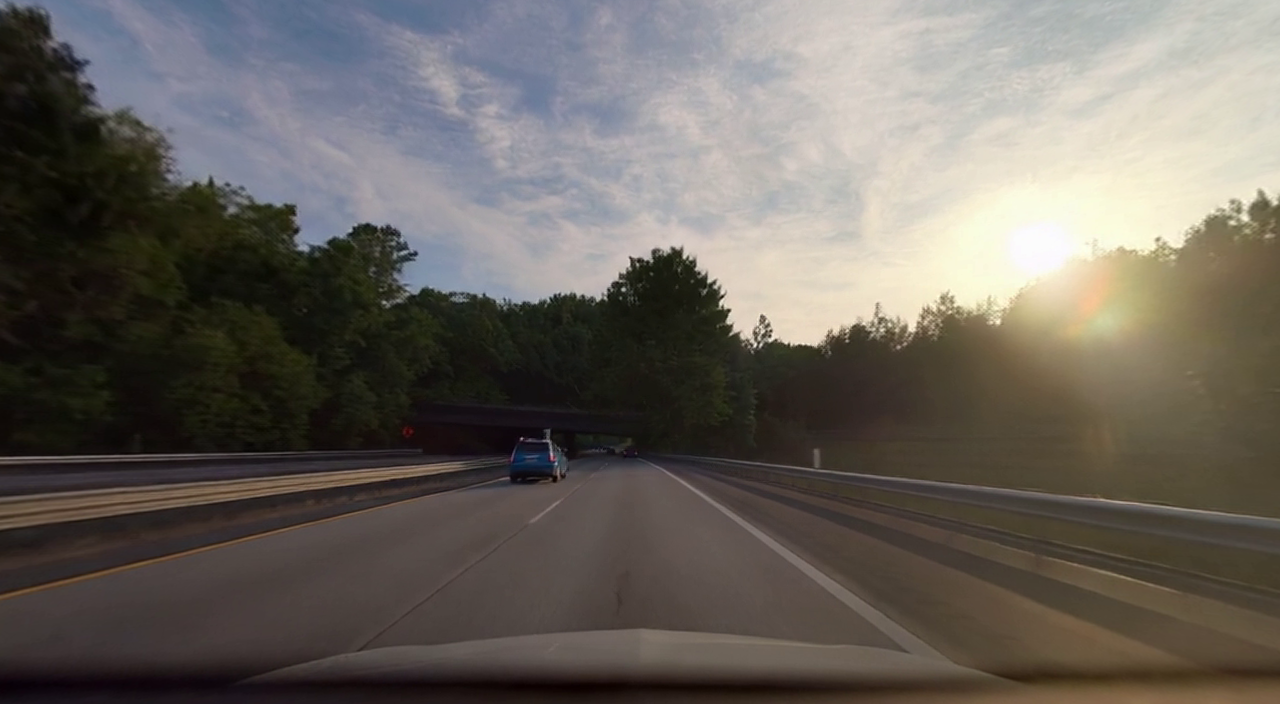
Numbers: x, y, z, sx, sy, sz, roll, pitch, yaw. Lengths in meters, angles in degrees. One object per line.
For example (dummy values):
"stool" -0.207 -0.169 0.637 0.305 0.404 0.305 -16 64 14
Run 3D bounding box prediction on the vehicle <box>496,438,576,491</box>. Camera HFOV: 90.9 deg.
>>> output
"vehicle" -3.717 4.105 23.348 2.135 1.755 4.476 0 -9 1
